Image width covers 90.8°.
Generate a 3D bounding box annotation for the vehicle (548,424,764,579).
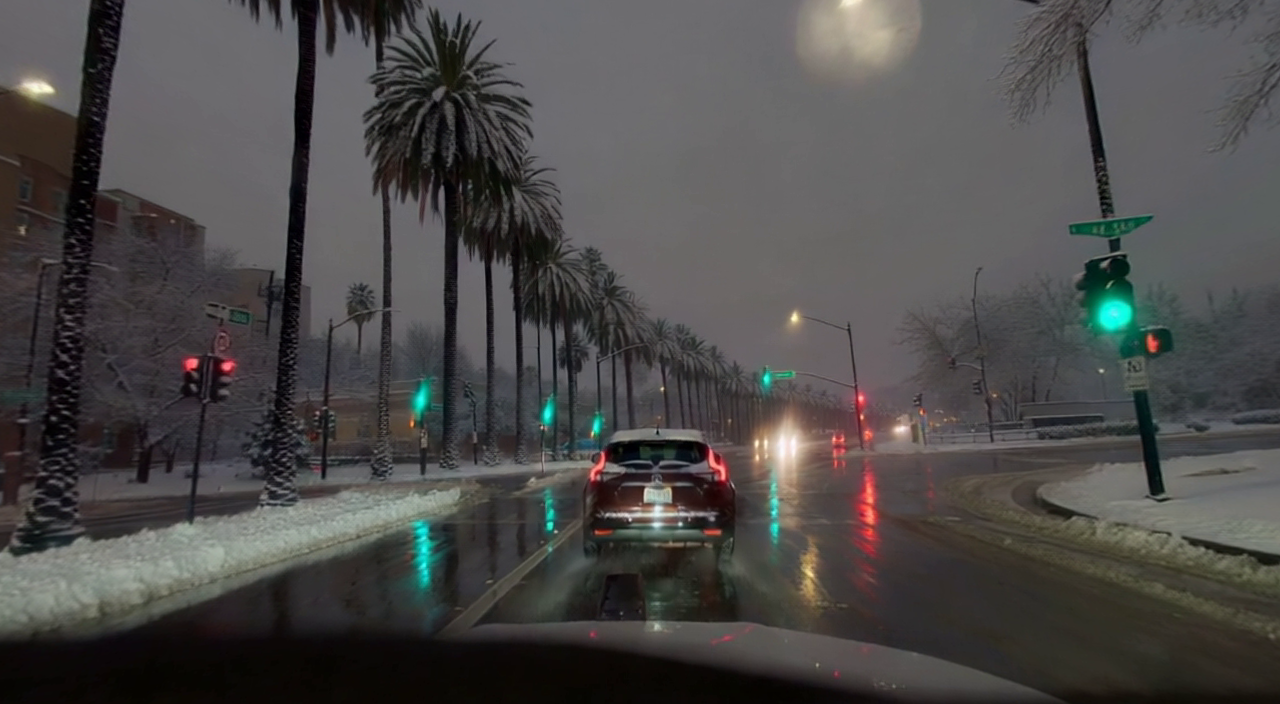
[{"bbox_3d":[0.189,1.768,8.260,2.096,1.492,4.071,0,-9,1],"label":"vehicle"}]
